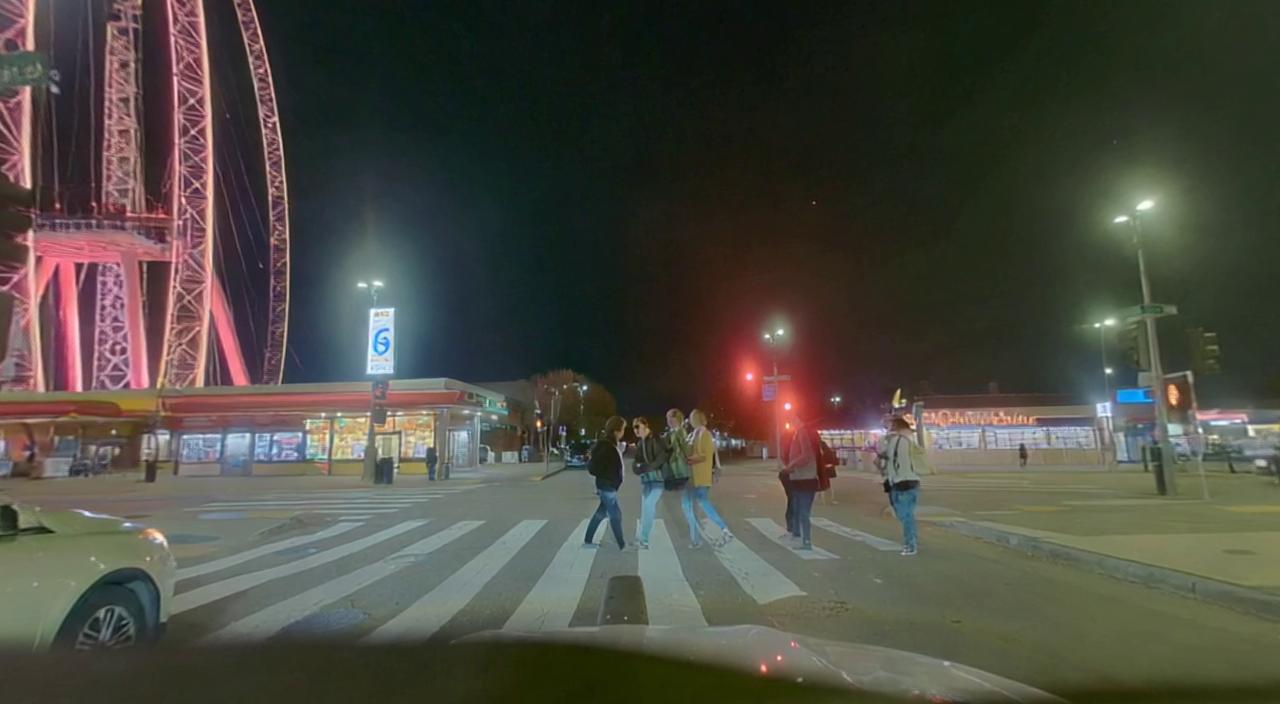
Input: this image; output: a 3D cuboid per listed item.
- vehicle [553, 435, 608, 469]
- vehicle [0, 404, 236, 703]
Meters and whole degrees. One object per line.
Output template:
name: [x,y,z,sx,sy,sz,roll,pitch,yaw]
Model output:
vehicle: [-3.916,6.357,40.246,2.549,2.000,5.699,2,-9,-15]
vehicle: [-3.372,0.789,1.188,1.940,1.505,4.676,-1,-9,3]
